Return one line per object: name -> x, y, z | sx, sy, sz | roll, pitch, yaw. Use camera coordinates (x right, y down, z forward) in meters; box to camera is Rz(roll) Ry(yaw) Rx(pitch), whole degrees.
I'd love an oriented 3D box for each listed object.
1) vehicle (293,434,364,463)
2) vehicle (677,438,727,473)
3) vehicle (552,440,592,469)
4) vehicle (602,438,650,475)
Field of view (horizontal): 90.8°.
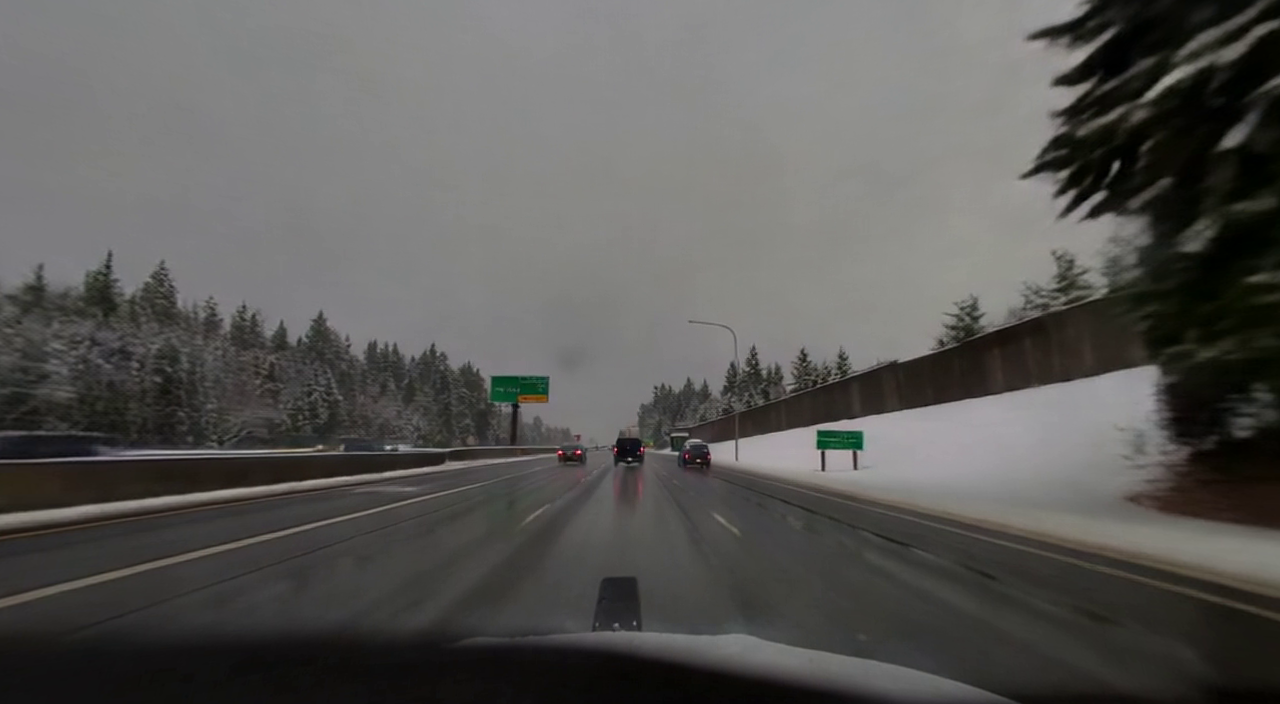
vehicle -> -17.893, 5.587, 36.526 | 2.204, 1.562, 3.751 | 0, -8, -1
vehicle -> 3.304, 5.642, 34.719 | 2.160, 1.759, 4.214 | 0, -8, -2
vehicle -> -4.200, 6.448, 39.791 | 2.023, 1.709, 4.263 | 0, -8, 0
vehicle -> -0.716, 5.391, 32.767 | 2.297, 1.783, 4.355 | 0, -8, -1
